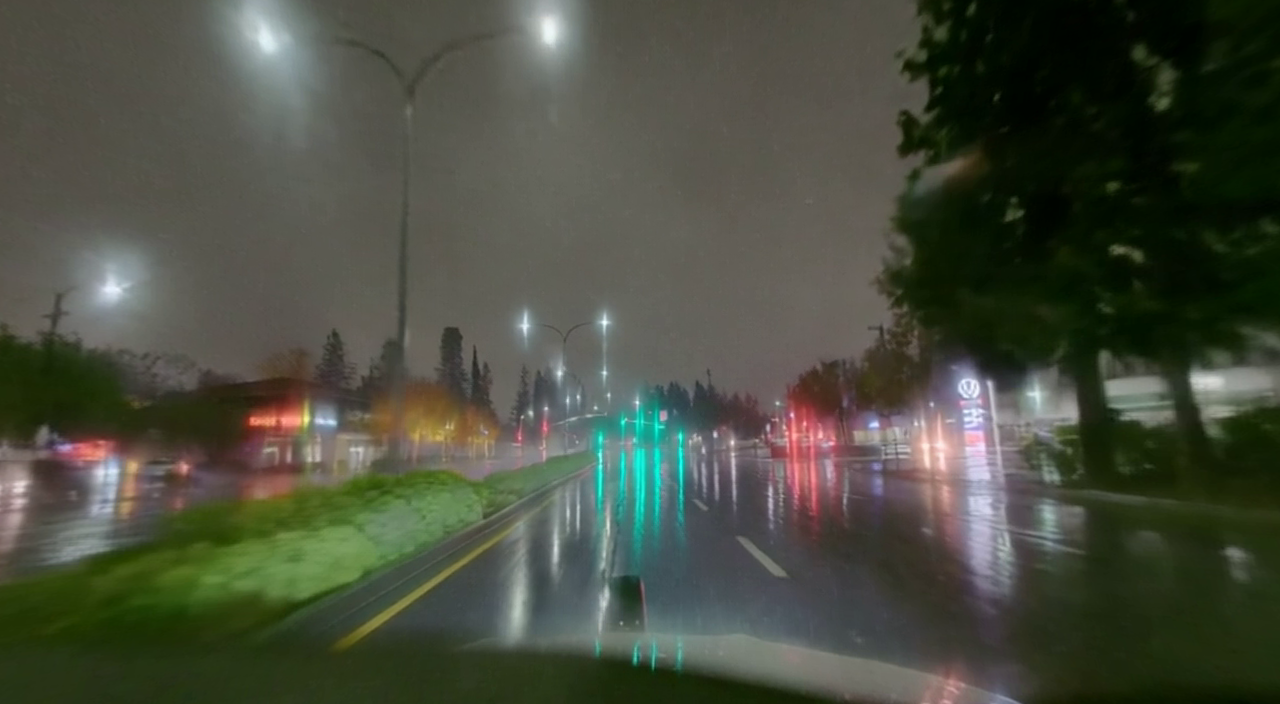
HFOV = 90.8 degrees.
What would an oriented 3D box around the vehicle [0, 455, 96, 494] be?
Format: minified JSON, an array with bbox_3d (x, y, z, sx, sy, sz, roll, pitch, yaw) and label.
[{"bbox_3d":[-29.060,5.830,30.445,1.918,1.669,4.300,0,-9,-3],"label":"vehicle"}]

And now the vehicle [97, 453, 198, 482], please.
[{"bbox_3d":[-30.689,7.180,39.460,4.632,1.681,1.904,0,-9,-1],"label":"vehicle"}]
